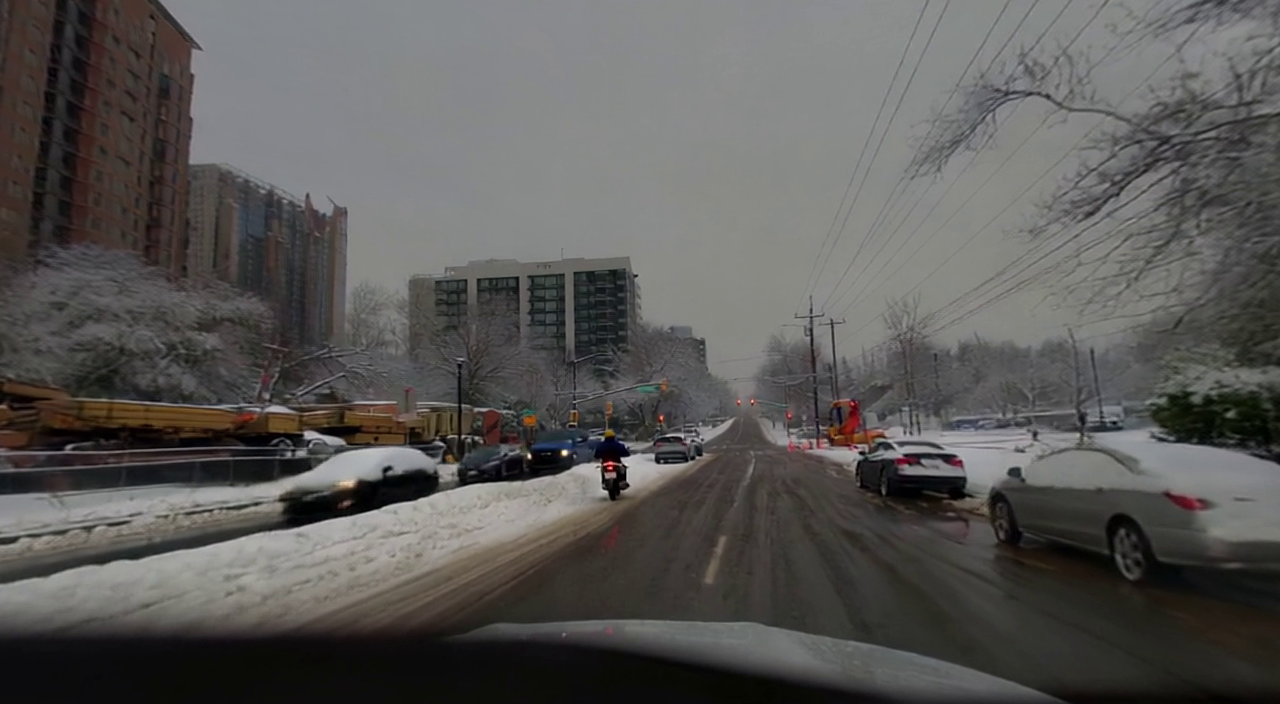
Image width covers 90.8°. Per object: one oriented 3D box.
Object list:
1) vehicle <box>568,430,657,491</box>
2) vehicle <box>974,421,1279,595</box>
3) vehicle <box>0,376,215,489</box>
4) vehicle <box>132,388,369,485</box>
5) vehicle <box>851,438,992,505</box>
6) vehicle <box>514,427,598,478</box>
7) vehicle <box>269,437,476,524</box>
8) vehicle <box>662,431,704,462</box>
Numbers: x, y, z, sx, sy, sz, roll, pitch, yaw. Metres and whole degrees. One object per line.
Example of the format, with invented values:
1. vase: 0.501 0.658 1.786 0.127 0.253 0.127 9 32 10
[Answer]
1. vehicle: -0.690 3.233 19.151 1.925 1.602 4.090 -2 -8 9
2. vehicle: 5.977 1.792 7.580 1.891 1.442 4.560 -2 -13 7
3. vehicle: -20.860 3.033 23.768 3.283 3.441 8.669 -1 -7 4
4. vehicle: -14.765 3.437 25.317 2.990 3.144 9.080 -1 -8 6
5. vehicle: 6.987 2.986 16.292 1.973 1.457 4.522 -1 -8 6
6. vehicle: -3.379 4.255 26.990 2.222 1.911 5.988 -1 -8 6
7. vehicle: -5.343 2.606 13.532 2.105 1.509 4.753 -1 -8 4
8. vehicle: 3.027 6.409 42.945 2.295 1.929 5.498 -2 -8 9
